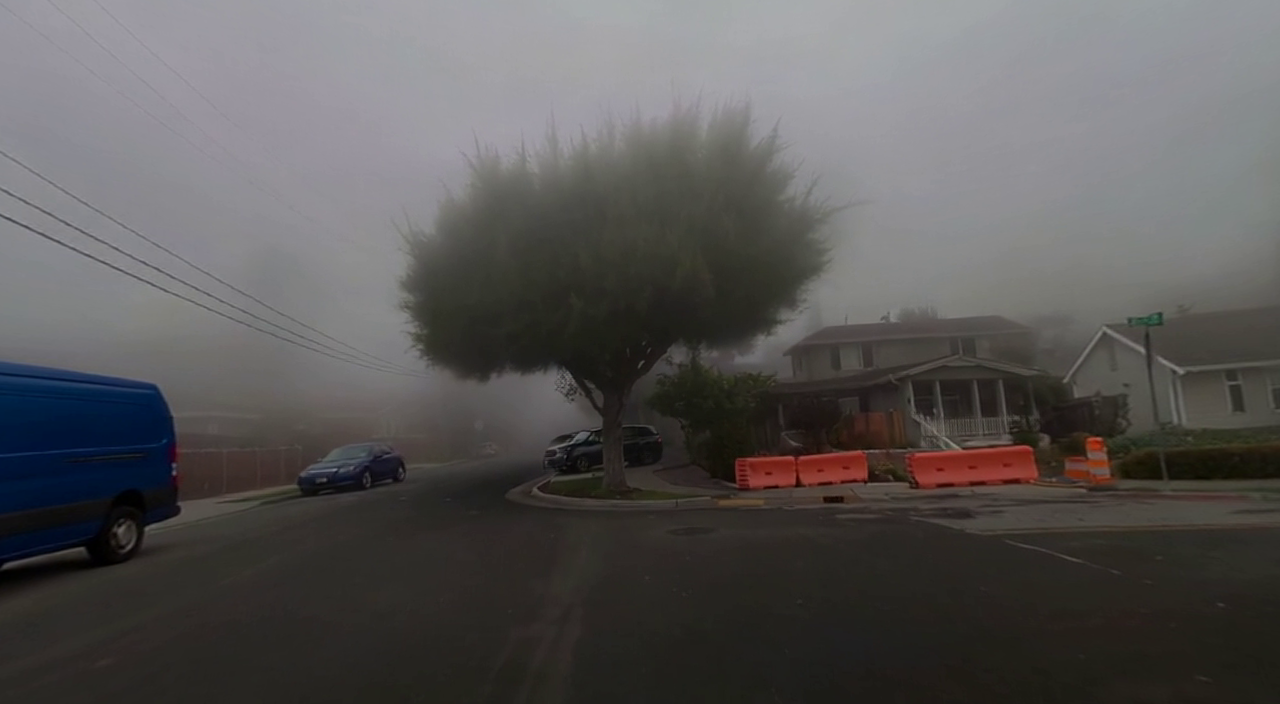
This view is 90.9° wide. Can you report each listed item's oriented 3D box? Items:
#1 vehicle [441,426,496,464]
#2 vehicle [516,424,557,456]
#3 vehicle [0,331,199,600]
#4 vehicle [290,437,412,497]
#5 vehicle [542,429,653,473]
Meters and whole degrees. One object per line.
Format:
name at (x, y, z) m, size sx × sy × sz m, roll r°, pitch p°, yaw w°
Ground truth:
vehicle at (-9.524, 5.202, 35.450) m, size 2.042 × 1.937 × 4.960 m, roll 0°, pitch -8°, yaw -4°
vehicle at (-6.925, 5.957, 42.649) m, size 2.219 × 1.984 × 4.712 m, roll 0°, pitch -8°, yaw -3°
vehicle at (-7.105, 1.054, 5.411) m, size 2.284 × 2.500 × 7.006 m, roll -2°, pitch -6°, yaw -6°
vehicle at (-8.257, 3.271, 18.451) m, size 1.899 × 1.524 × 4.082 m, roll 0°, pitch -8°, yaw -4°
vehicle at (-1.450, 3.546, 22.904) m, size 1.827 × 1.436 × 4.070 m, roll -6°, pitch -9°, yaw 35°
